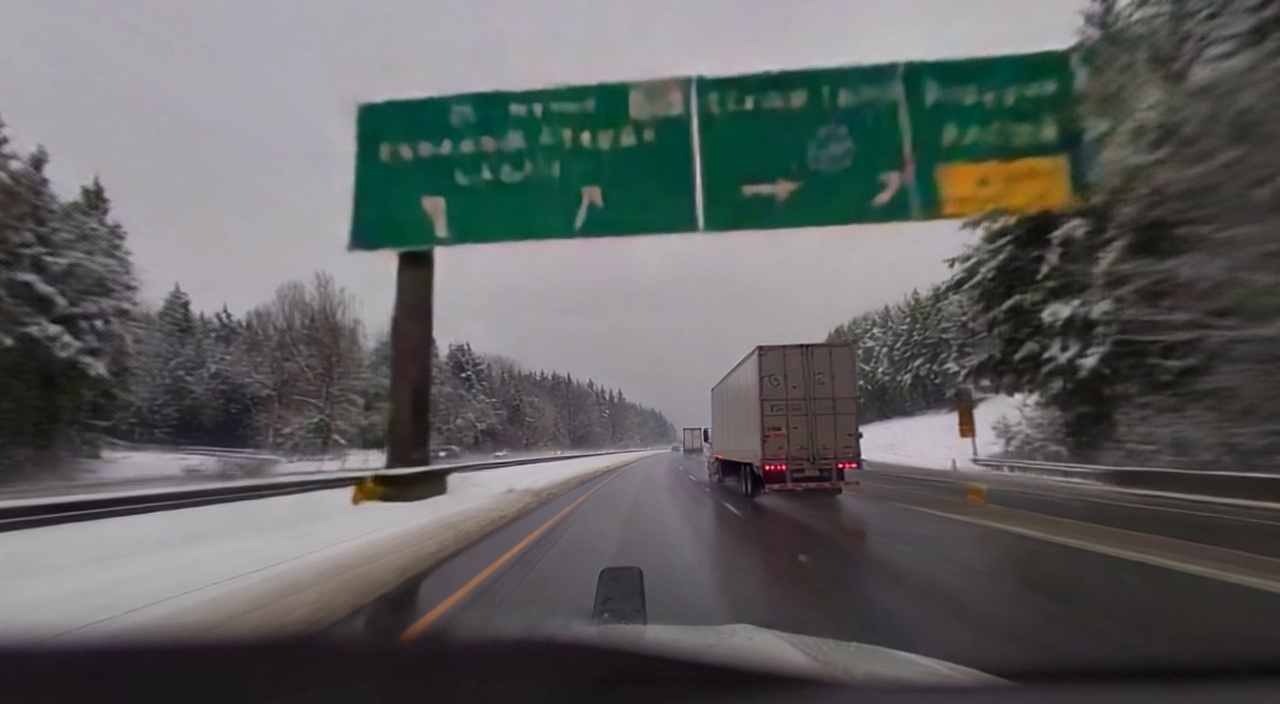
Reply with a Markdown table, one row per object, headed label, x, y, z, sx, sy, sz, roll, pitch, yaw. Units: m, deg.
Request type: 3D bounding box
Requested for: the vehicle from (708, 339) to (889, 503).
| label | x | y | z | sx | sy | sz | roll | pitch | yaw |
| --- | --- | --- | --- | --- | --- | --- | --- | --- | --- |
| vehicle | 4.576 | 2.715 | 22.320 | 2.859 | 3.984 | 14.045 | 0 | -9 | 0 |
